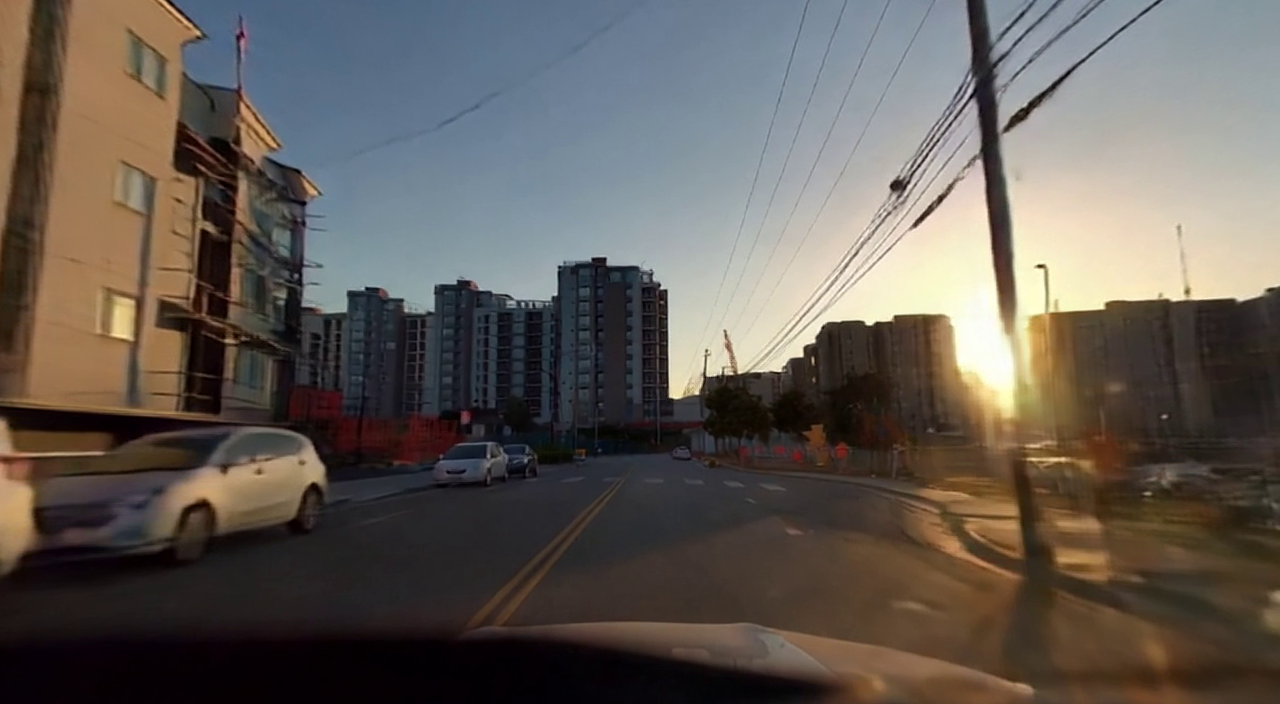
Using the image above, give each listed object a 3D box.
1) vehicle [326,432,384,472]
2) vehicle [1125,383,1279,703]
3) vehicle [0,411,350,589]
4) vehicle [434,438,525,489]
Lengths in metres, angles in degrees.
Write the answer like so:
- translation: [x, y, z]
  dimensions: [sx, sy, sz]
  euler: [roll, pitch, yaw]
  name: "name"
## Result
- translation: [-12.819, 4.439, 28.136]
  dimensions: [1.998, 1.576, 5.203]
  euler: [4, -10, -27]
  name: "vehicle"
- translation: [3.762, 0.768, 0.936]
  dimensions: [2.097, 1.777, 5.003]
  euler: [0, -9, 0]
  name: "vehicle"
- translation: [-6.062, 1.762, 8.416]
  dimensions: [1.991, 1.683, 4.647]
  euler: [0, -9, 2]
  name: "vehicle"
- translation: [-5.737, 4.033, 23.124]
  dimensions: [1.998, 1.633, 4.673]
  euler: [0, -9, 1]
  name: "vehicle"
